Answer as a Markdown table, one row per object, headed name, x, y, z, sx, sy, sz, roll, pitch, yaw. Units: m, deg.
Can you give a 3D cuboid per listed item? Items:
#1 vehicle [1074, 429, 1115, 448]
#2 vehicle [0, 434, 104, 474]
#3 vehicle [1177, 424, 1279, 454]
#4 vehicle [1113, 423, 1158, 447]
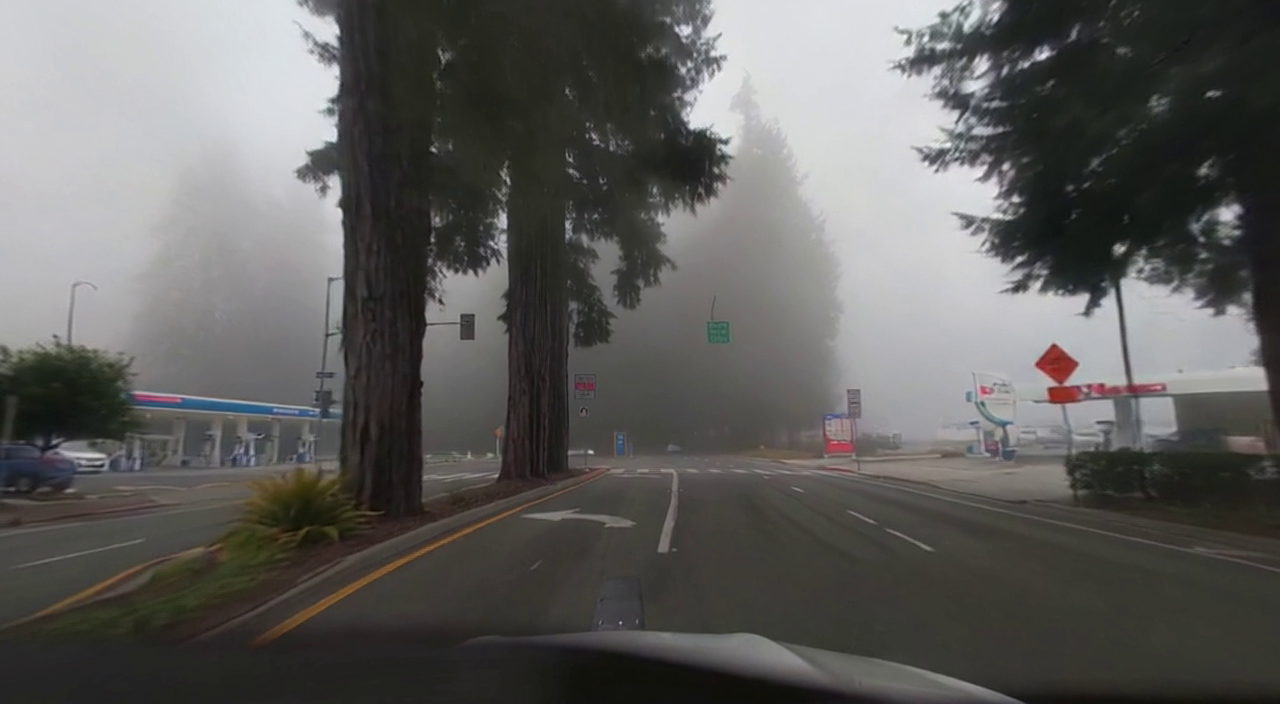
| name | x | y | z | sx | sy | sz | roll | pitch | yaw |
| --- | --- | --- | --- | --- | --- | --- | --- | --- | --- |
| vehicle | 34.826 | 6.635 | 48.320 | 3.931 | 1.422 | 1.771 | 8 | -12 | -44 |
| vehicle | -31.586 | 5.384 | 33.475 | 4.847 | 1.872 | 2.114 | -4 | -7 | 9 |
| vehicle | 30.493 | 4.444 | 32.159 | 1.885 | 1.446 | 4.469 | 7 | -11 | -41 |
| vehicle | 36.931 | 6.193 | 47.049 | 3.928 | 1.684 | 1.912 | 8 | -12 | -43 |
